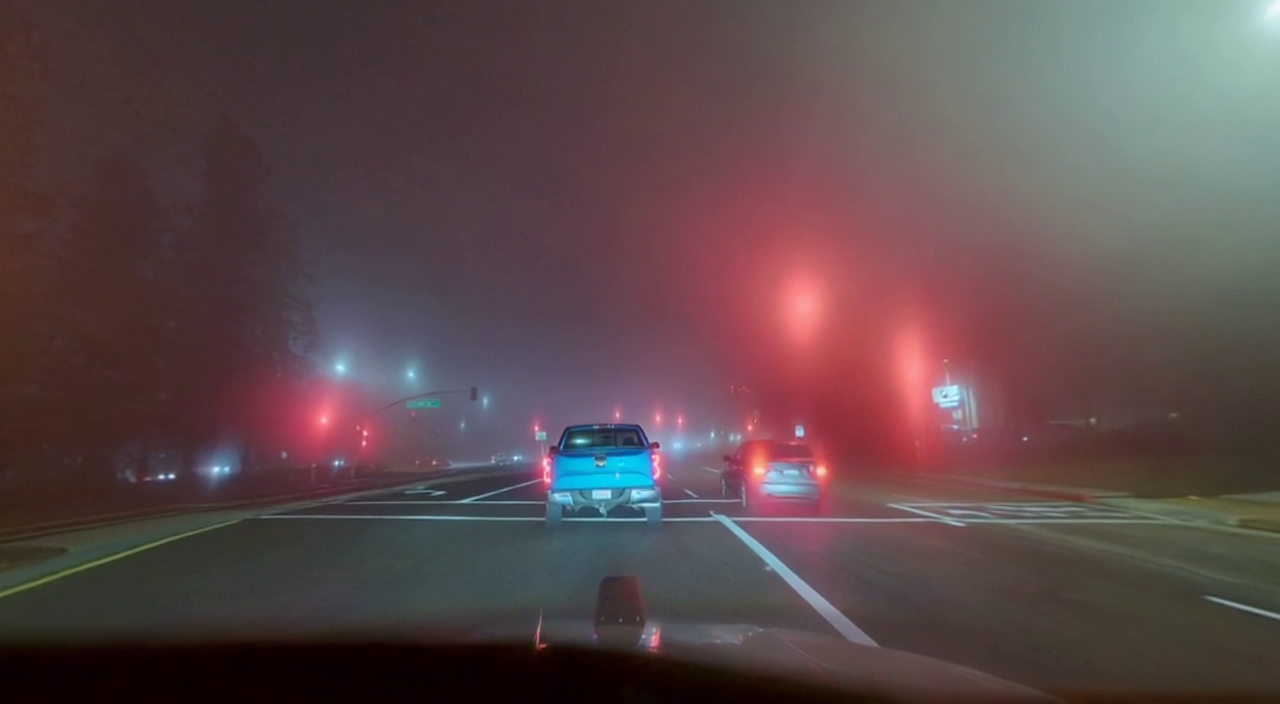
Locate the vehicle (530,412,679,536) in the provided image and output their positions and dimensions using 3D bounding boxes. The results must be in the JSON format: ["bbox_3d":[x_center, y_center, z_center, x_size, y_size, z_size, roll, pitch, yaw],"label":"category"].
[{"bbox_3d":[-0.528,2.098,11.556,2.145,1.762,4.731,0,-8,0],"label":"vehicle"}]

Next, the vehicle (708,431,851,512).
[{"bbox_3d":[2.875,2.578,14.178,2.073,1.484,4.437,0,-8,-2],"label":"vehicle"}]
